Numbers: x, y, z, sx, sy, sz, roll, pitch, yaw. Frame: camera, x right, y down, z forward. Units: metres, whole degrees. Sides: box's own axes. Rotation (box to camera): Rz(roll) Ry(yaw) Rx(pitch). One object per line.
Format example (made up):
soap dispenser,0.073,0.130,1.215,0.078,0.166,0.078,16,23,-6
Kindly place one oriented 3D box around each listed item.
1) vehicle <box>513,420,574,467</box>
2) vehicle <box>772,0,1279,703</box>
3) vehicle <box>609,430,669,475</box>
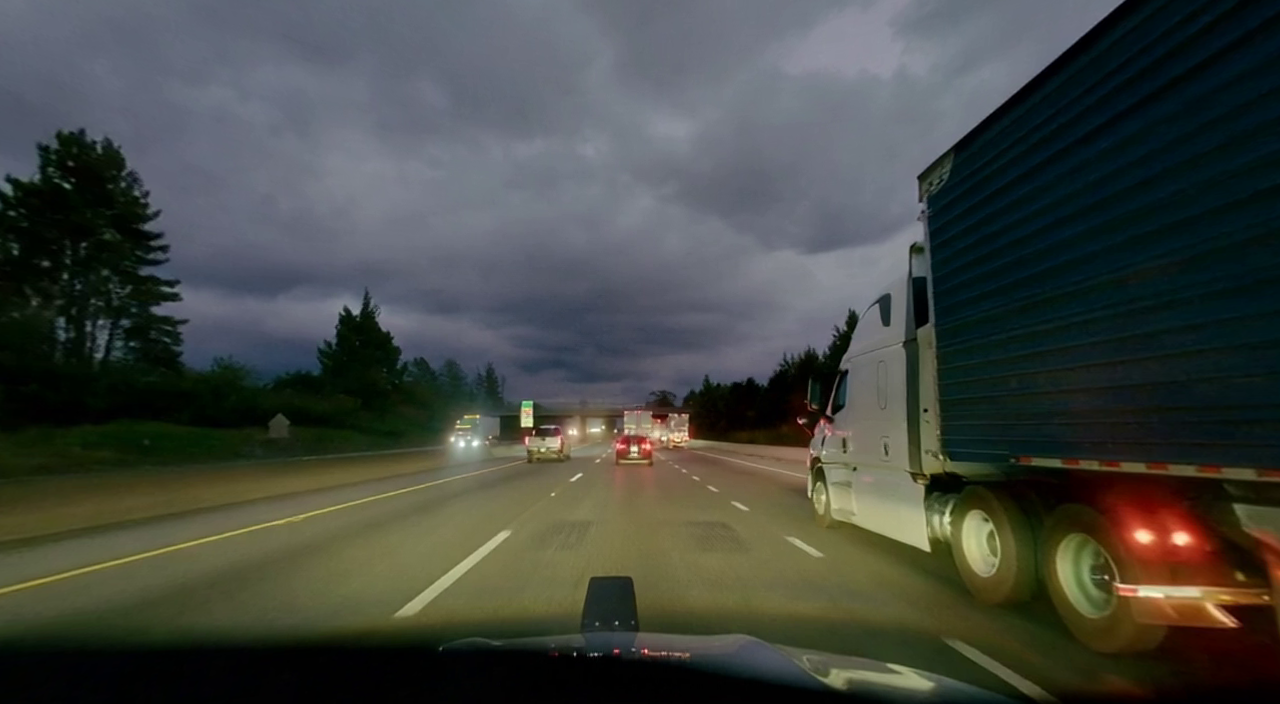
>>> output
vehicle,-4.294,4.145,28.763,2.013,1.961,4.692,0,-8,0
vehicle,3.600,0.358,5.992,2.783,3.483,7.836,0,-8,-1
vehicle,-0.054,3.764,23.852,2.059,1.522,3.693,0,-8,-1
